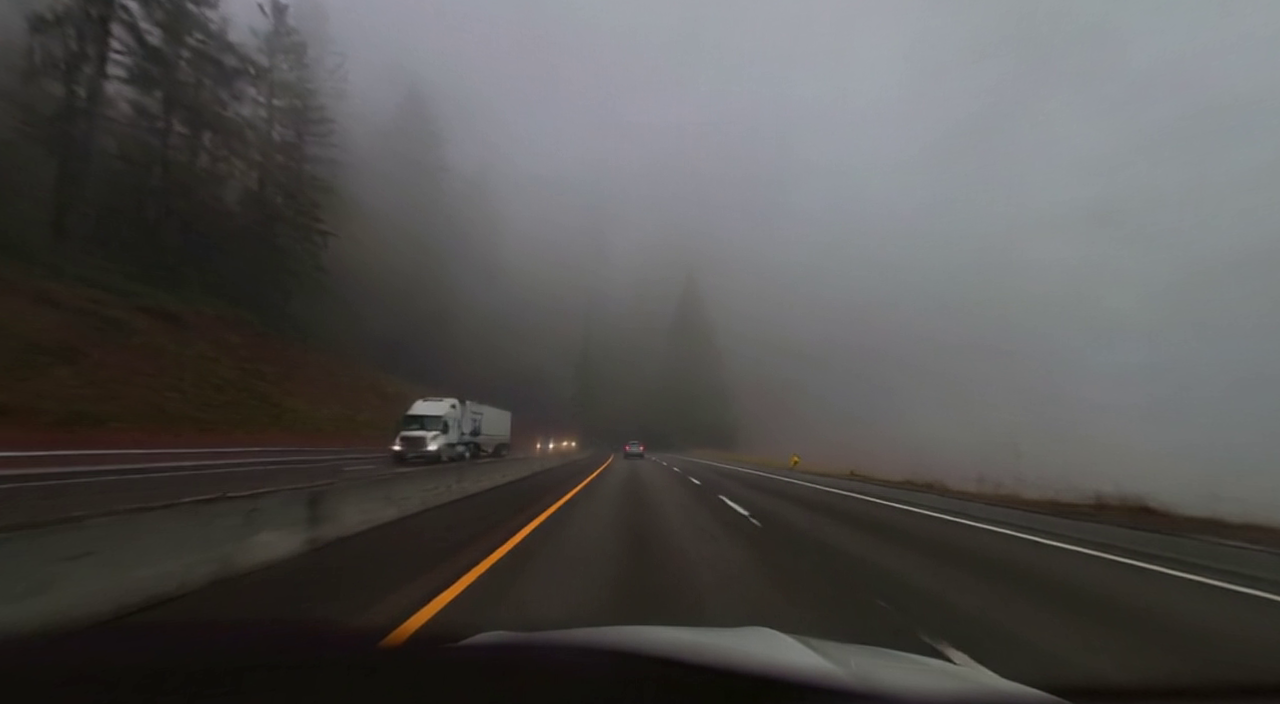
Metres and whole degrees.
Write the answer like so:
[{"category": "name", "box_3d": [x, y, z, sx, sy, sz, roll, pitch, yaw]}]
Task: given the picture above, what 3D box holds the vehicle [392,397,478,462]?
[{"category": "vehicle", "box_3d": [-13.651, 5.384, 42.982, 3.016, 3.981, 8.399, 0, -8, 0]}]
